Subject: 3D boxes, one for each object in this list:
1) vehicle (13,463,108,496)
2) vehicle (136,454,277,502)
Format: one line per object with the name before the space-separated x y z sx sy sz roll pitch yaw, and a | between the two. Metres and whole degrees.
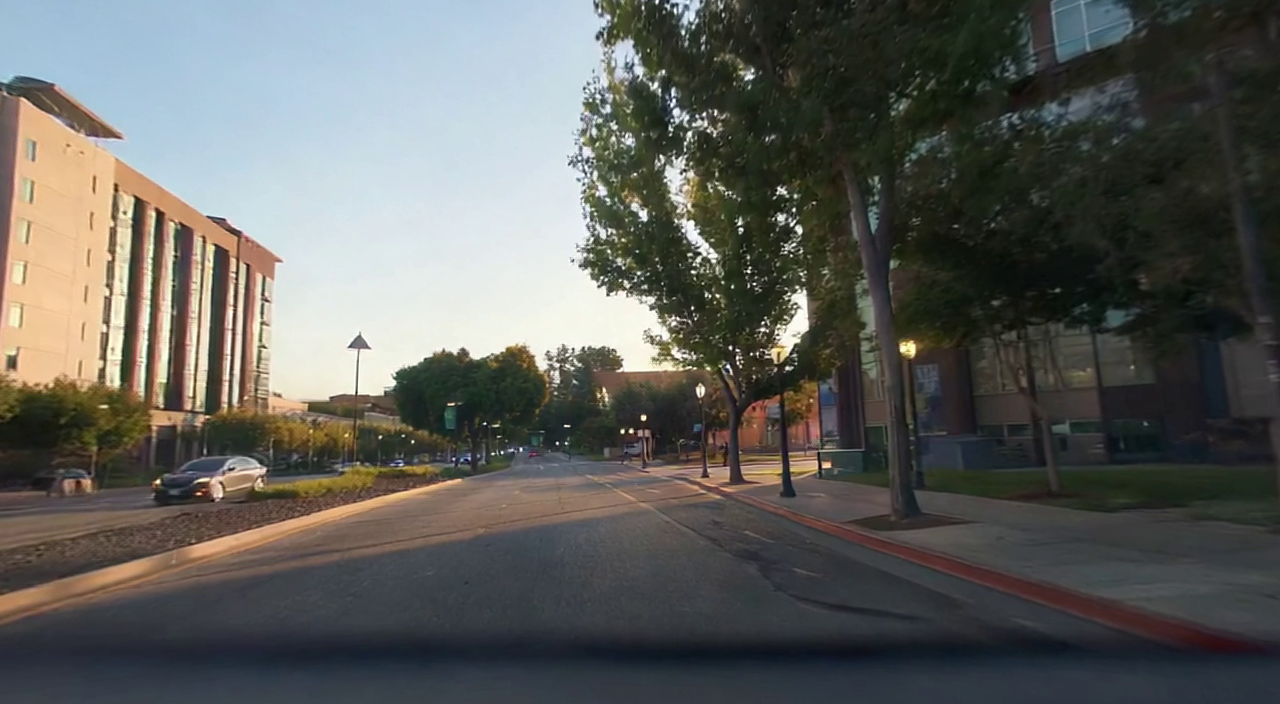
vehicle | -37.505 8.219 40.992 2.235 1.777 4.963 2 -9 -13
vehicle | -15.492 4.501 22.926 2.179 1.461 4.812 1 -8 -7
